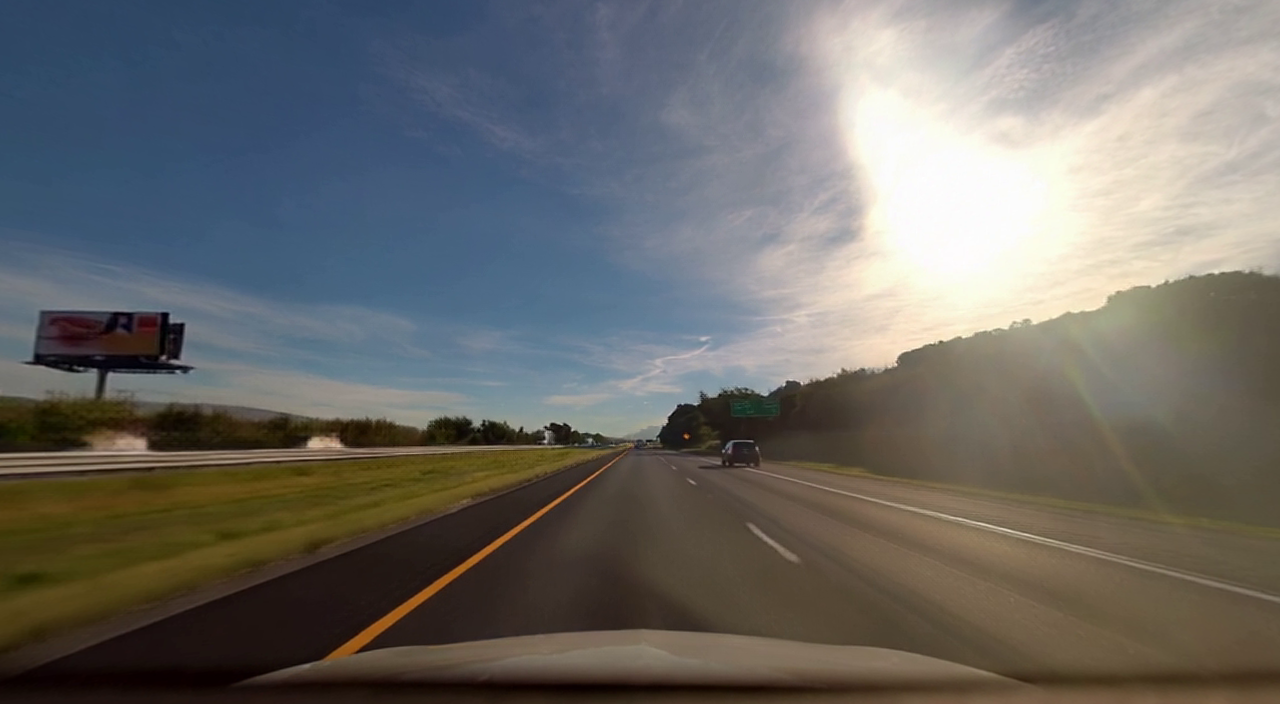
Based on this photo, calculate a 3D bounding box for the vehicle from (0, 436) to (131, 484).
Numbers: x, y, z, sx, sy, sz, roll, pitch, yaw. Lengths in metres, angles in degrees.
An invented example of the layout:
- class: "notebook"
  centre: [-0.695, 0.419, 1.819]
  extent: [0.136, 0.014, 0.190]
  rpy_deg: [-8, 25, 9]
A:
- class: "vehicle"
  centre: [-20.826, 3.721, 22.031]
  extent: [2.137, 1.467, 4.729]
  rpy_deg: [0, -8, 0]

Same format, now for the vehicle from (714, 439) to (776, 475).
- class: "vehicle"
  centre: [4.698, 4.762, 28.809]
  extent: [2.012, 1.476, 4.256]
  rpy_deg: [0, -8, -1]

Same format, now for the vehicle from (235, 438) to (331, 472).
- class: "vehicle"
  centre: [-17.280, 4.991, 30.804]
  extent: [1.888, 1.474, 4.725]
  rpy_deg: [0, -8, 1]
